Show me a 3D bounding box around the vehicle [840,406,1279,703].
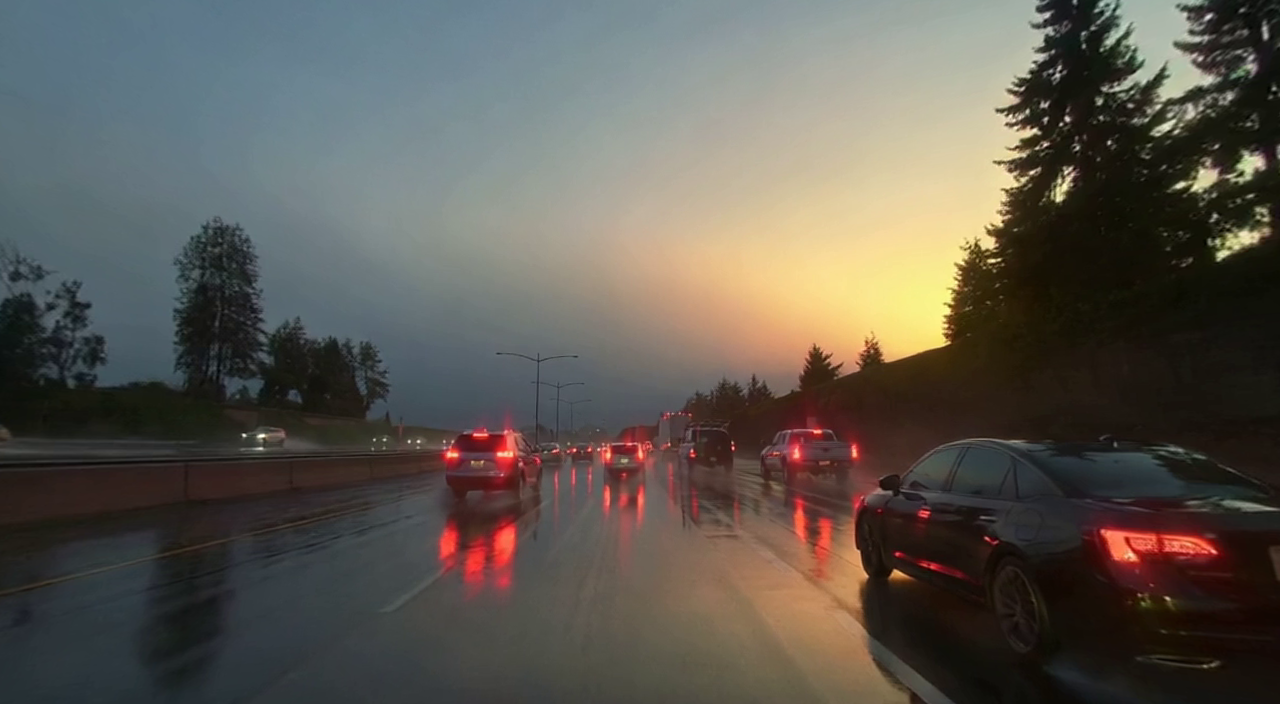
[{"bbox_3d":[3.223,1.299,4.685,2.031,1.504,4.327,0,-9,0],"label":"vehicle"}]

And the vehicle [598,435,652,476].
[{"bbox_3d":[-0.656,4.612,28.306,2.235,1.682,4.094,0,-9,-1],"label":"vehicle"}]

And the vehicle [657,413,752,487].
[{"bbox_3d":[3.082,5.306,34.632,3.426,3.279,12.313,1,-8,-2],"label":"vehicle"}]

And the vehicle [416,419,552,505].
[{"bbox_3d":[-3.643,2.701,15.823,2.176,1.783,4.799,0,-9,0],"label":"vehicle"}]
